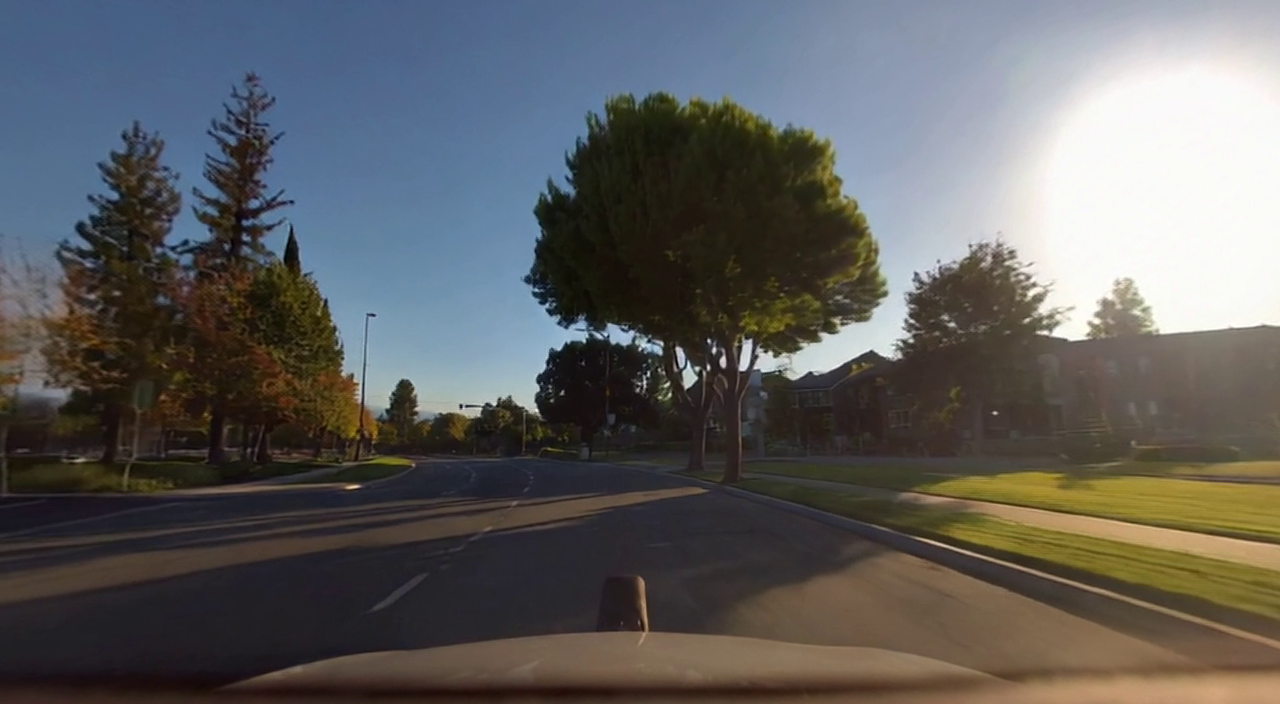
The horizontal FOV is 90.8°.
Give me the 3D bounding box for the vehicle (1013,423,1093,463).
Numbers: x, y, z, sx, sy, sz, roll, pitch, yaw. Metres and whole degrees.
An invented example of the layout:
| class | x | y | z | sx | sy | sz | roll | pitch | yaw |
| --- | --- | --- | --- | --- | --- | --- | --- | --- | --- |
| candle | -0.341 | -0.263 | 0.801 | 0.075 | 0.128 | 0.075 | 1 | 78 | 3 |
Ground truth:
| class | x | y | z | sx | sy | sz | roll | pitch | yaw |
| --- | --- | --- | --- | --- | --- | --- | --- | --- | --- |
| vehicle | 29.691 | 6.558 | 45.589 | 2.572 | 2.692 | 3.848 | 3 | -9 | -21 |
